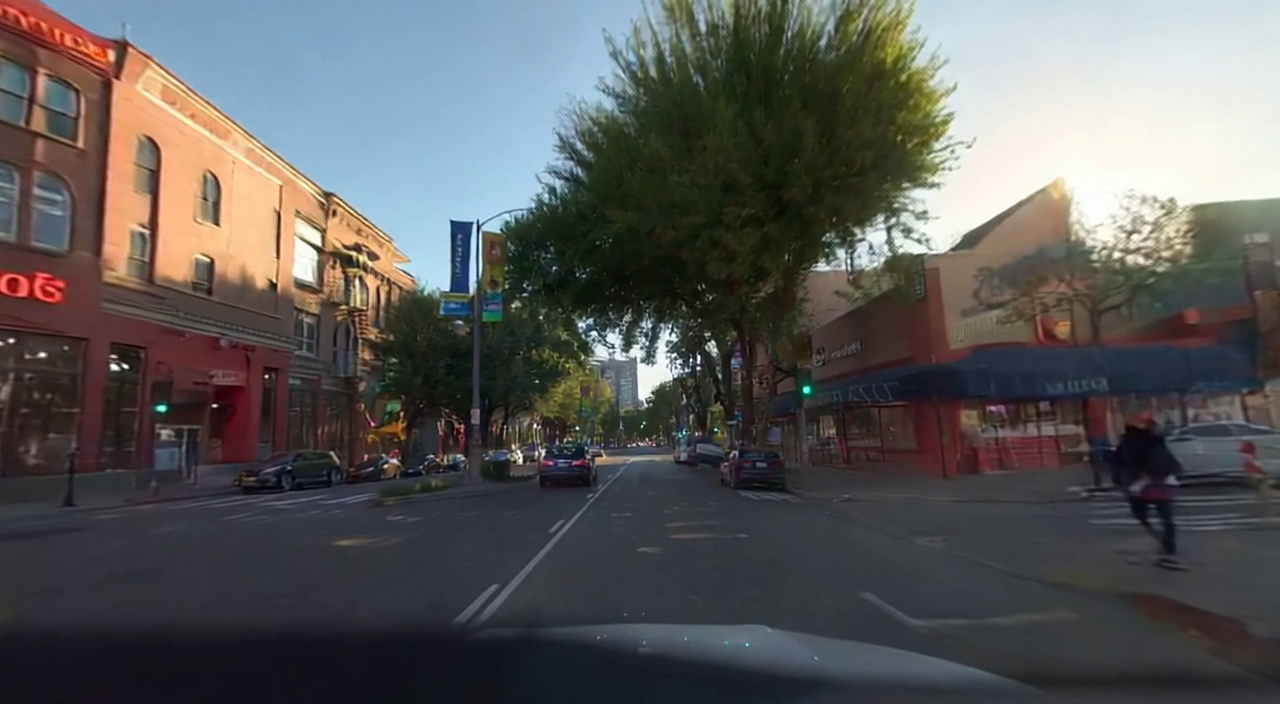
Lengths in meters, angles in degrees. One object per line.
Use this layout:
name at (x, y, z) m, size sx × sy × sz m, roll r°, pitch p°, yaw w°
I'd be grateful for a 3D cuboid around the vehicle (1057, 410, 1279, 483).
vehicle at (13.666, 2.335, 15.915) m, size 4.843 × 1.527 × 2.088 m, roll -2°, pitch -7°, yaw -5°

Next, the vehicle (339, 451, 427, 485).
vehicle at (-12.427, 5.551, 30.407) m, size 4.305 × 1.463 × 2.020 m, roll -7°, pitch -11°, yaw 39°

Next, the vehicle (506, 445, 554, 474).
vehicle at (-7.193, 7.079, 41.674) m, size 2.224 × 1.797 × 4.747 m, roll 0°, pitch -8°, yaw 1°

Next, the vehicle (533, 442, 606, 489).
vehicle at (-2.323, 3.893, 21.990) m, size 2.030 × 1.436 × 4.388 m, roll 0°, pitch -8°, yaw 0°

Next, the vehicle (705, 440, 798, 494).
vehicle at (3.305, 3.509, 19.707) m, size 1.950 × 1.462 × 4.807 m, roll 0°, pitch -8°, yaw -1°

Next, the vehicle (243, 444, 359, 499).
vehicle at (-12.333, 4.233, 22.799) m, size 4.737 × 1.741 × 2.092 m, roll -8°, pitch -11°, yaw 41°
